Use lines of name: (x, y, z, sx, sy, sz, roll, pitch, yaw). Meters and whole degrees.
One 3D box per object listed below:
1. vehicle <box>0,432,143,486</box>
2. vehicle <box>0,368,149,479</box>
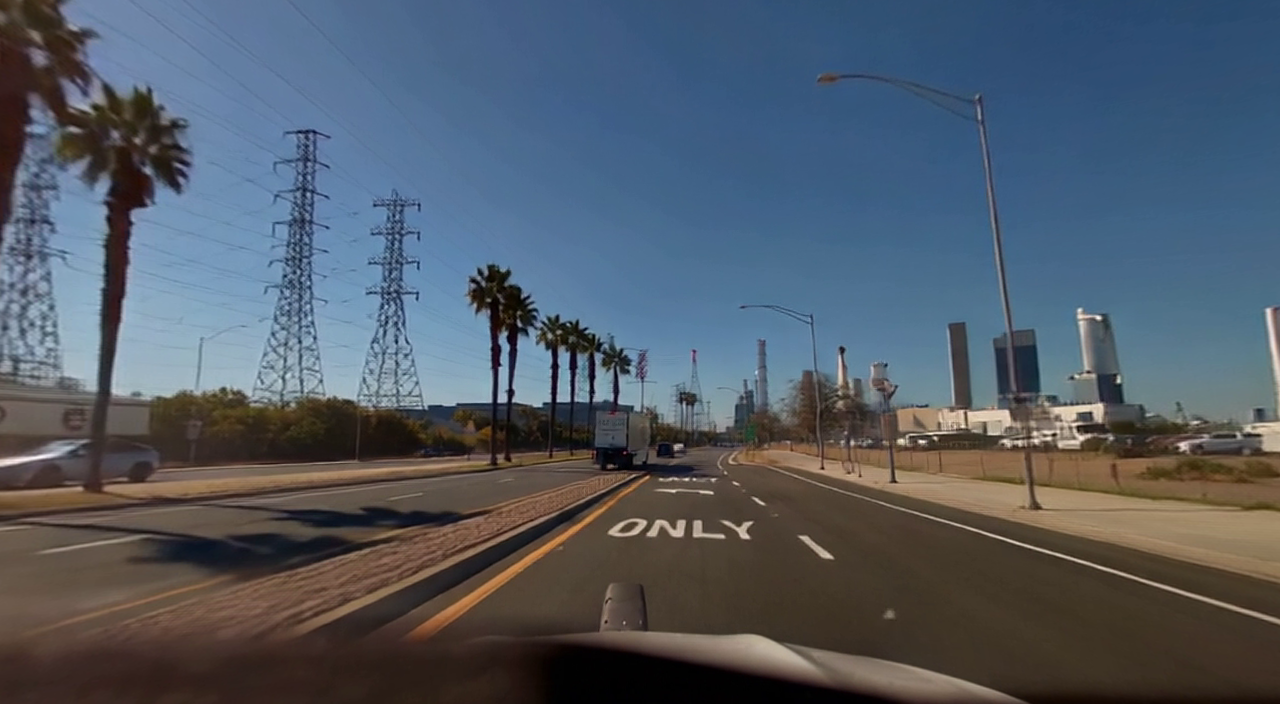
vehicle: (-19.834, 3.596, 21.637, 1.751, 1.639, 4.434, -2, -7, 4)
vehicle: (-23.347, 2.604, 22.140, 2.907, 3.760, 11.193, -4, -8, 3)
